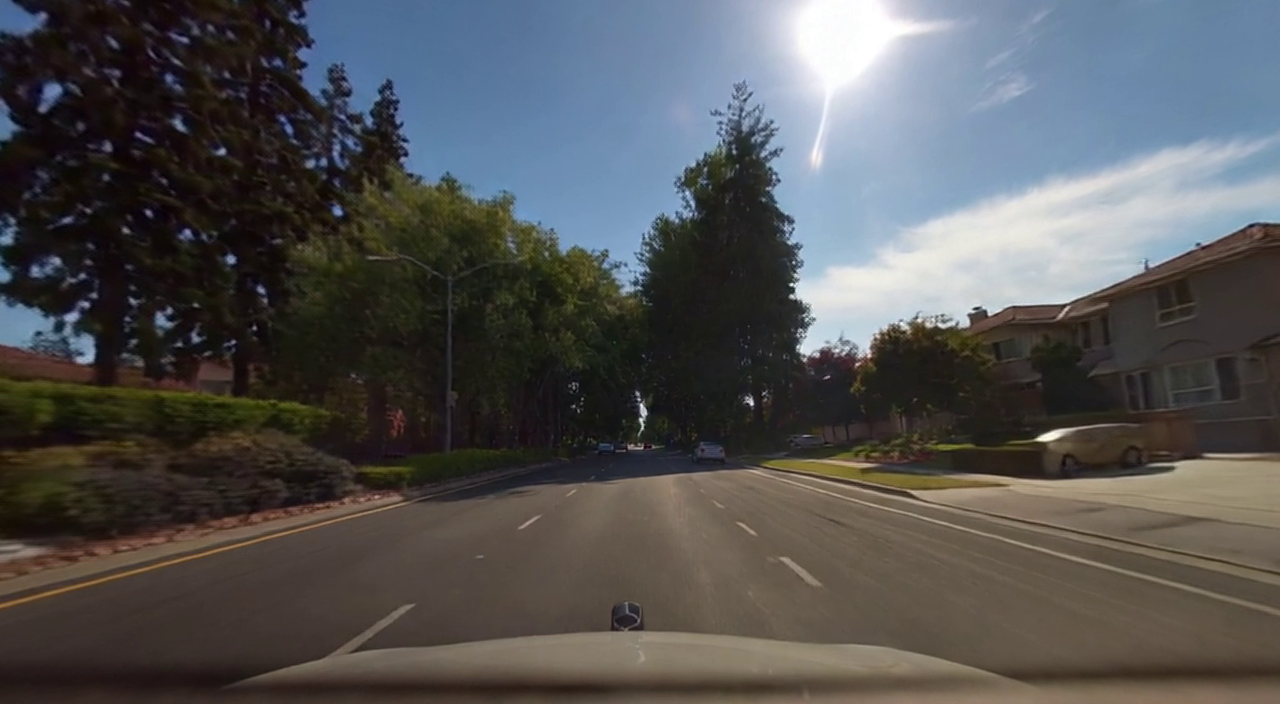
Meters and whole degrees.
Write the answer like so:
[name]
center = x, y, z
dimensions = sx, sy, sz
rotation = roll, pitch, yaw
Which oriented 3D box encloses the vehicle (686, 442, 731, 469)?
[vehicle]
center = 4.139, 6.337, 38.844
dimensions = 2.237, 1.578, 4.621
rotation = 0, -8, -1
